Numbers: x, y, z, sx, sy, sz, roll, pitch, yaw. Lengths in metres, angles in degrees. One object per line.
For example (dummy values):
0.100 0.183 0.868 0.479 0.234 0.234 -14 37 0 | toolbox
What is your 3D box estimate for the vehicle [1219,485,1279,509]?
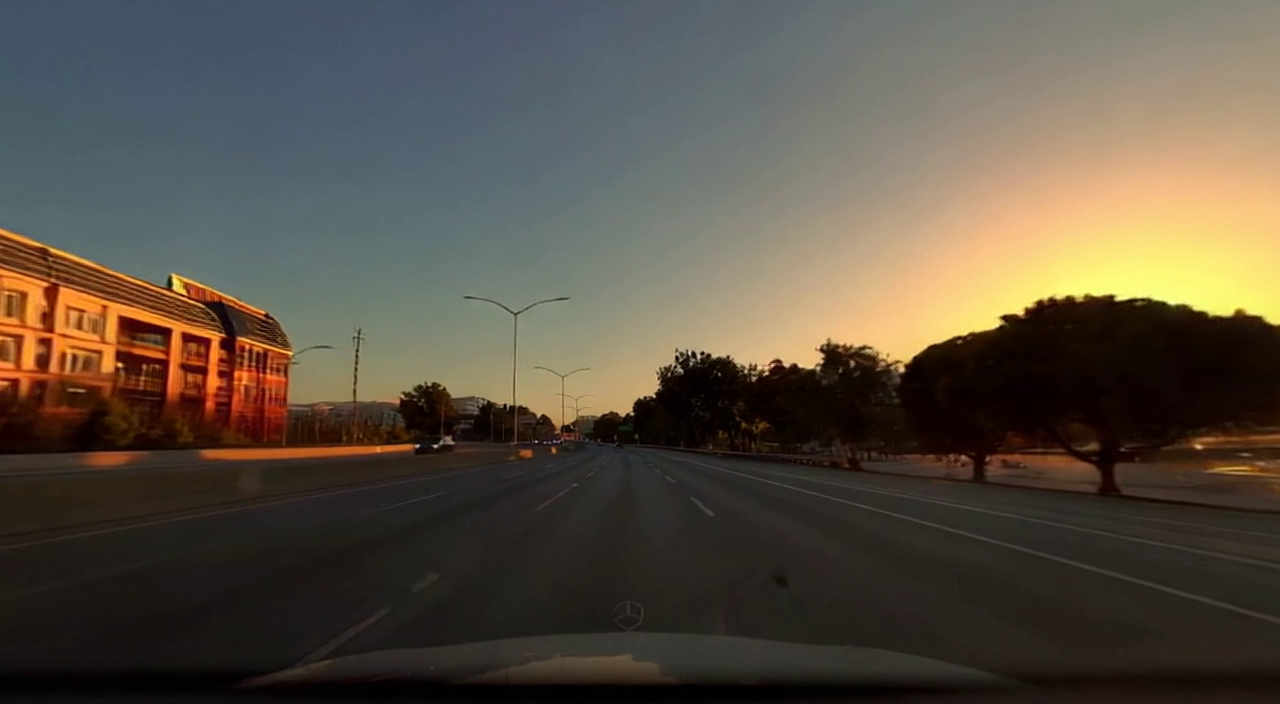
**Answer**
45.446 10.714 46.712 4.599 1.530 2.012 6 -11 -25 | vehicle
